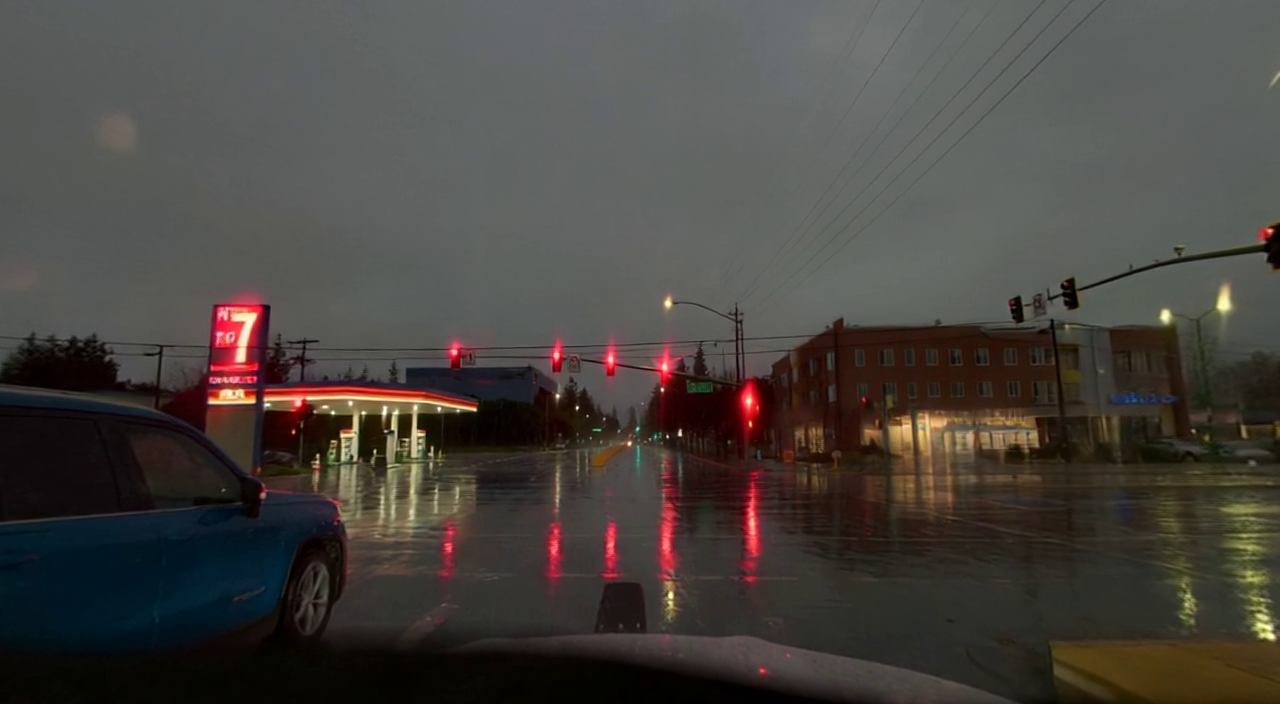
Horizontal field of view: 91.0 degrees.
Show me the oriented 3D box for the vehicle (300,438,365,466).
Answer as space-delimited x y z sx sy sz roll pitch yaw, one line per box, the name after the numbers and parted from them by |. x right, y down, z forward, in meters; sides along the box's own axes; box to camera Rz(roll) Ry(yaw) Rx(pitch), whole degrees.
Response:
-20.456 6.683 42.164 2.004 1.699 4.486 0 -9 1 | vehicle

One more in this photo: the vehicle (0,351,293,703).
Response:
-3.428 0.803 2.045 2.053 1.690 4.364 0 -9 1 | vehicle
